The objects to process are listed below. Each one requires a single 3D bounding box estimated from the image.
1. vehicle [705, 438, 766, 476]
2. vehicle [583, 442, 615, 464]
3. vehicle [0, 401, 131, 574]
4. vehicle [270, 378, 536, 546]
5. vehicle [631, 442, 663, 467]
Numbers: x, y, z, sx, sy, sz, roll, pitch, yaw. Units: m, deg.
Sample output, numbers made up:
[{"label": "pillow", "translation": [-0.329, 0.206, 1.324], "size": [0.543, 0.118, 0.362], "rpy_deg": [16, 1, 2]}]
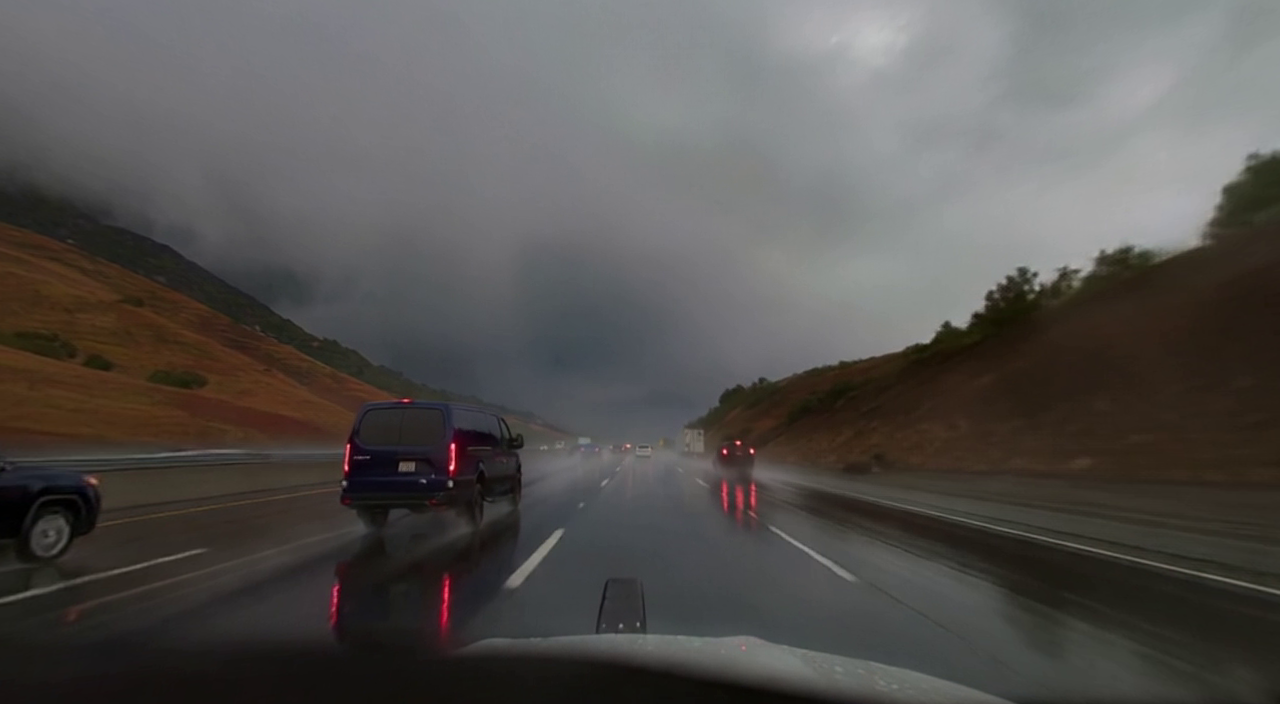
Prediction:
[{"label": "vehicle", "translation": [4.294, 4.824, 29.053], "size": [2.051, 1.598, 4.145], "rpy_deg": [0, -9, -1]}, {"label": "vehicle", "translation": [-3.116, 7.777, 48.532], "size": [2.138, 1.581, 4.340], "rpy_deg": [0, -9, 0]}, {"label": "vehicle", "translation": [-7.437, 1.208, 5.350], "size": [2.054, 1.715, 4.928], "rpy_deg": [0, -9, 0]}, {"label": "vehicle", "translation": [-3.601, 1.895, 11.265], "size": [2.421, 2.203, 5.775], "rpy_deg": [0, -9, 1]}, {"label": "vehicle", "translation": [0.421, 6.775, 41.742], "size": [2.014, 1.543, 3.804], "rpy_deg": [0, -9, 0]}]
